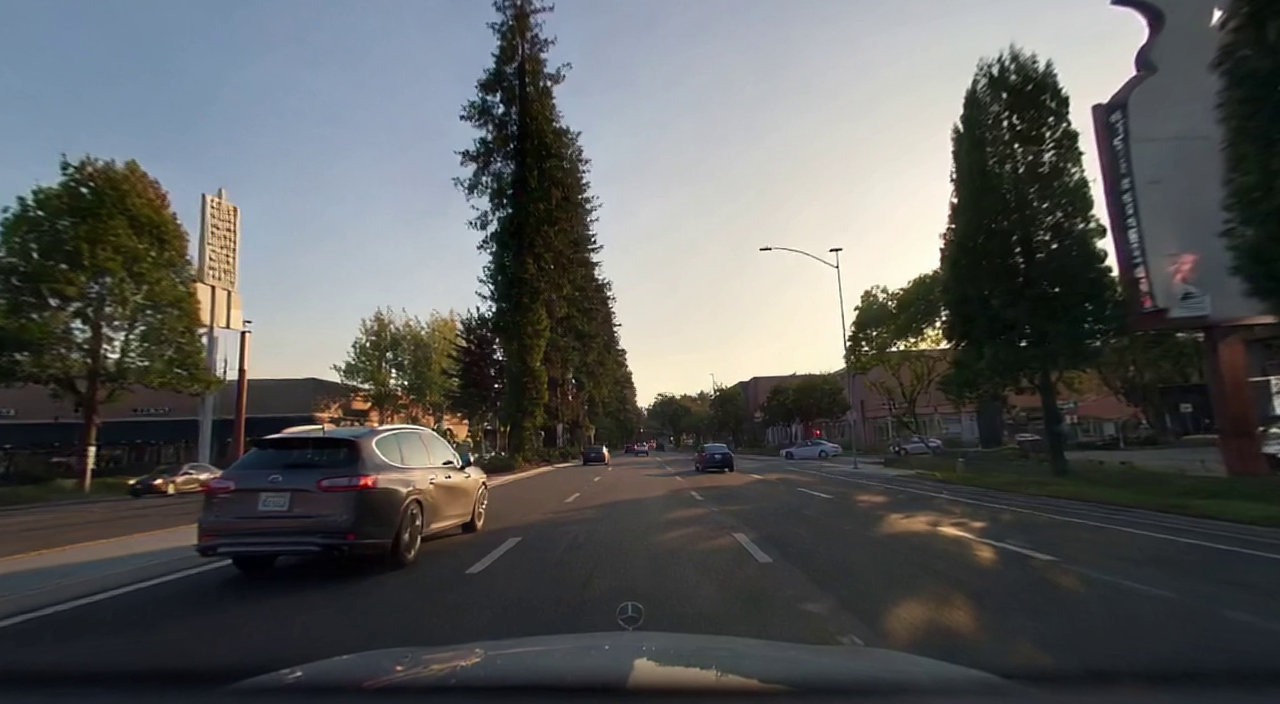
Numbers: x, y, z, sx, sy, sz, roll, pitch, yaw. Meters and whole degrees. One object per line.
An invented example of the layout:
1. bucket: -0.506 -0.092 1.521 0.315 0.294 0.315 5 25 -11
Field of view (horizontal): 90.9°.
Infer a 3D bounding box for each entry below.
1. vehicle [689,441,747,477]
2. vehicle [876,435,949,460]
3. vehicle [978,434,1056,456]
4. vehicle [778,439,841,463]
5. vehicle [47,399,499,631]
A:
1. vehicle: 3.505 4.900 29.211 2.087 1.506 4.276 0 -8 0
2. vehicle: 21.206 7.464 49.249 4.691 1.626 1.989 -3 -9 4
3. vehicle: 29.320 7.259 49.075 4.759 1.666 1.941 0 -8 0
4. vehicle: 13.247 7.779 49.460 4.515 1.599 1.968 -4 -9 10
5. vehicle: -3.168 1.507 6.887 2.121 1.656 4.559 0 -8 1
